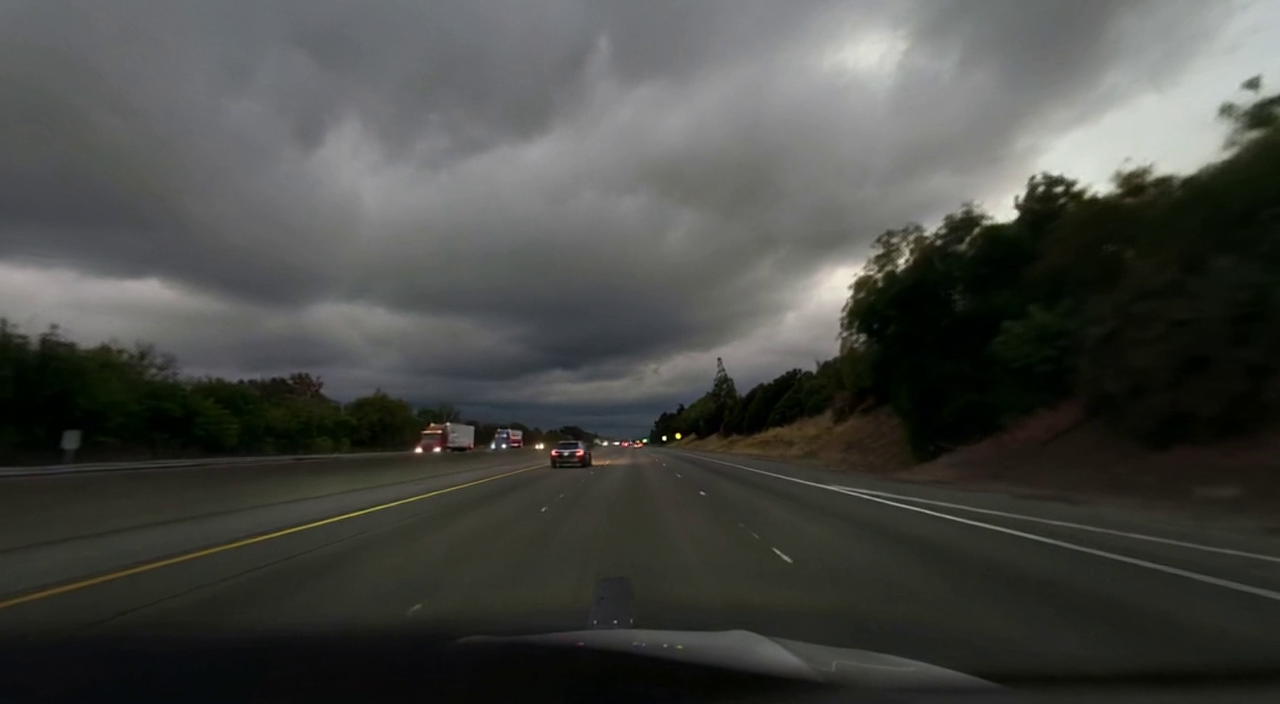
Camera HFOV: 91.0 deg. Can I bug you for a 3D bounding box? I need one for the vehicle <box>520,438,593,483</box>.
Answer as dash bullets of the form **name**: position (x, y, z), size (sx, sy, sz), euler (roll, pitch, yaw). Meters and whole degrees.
- **vehicle**: position (-3.130, 4.147, 24.466), size (2.158, 1.562, 4.373), euler (-1, -8, 1)
